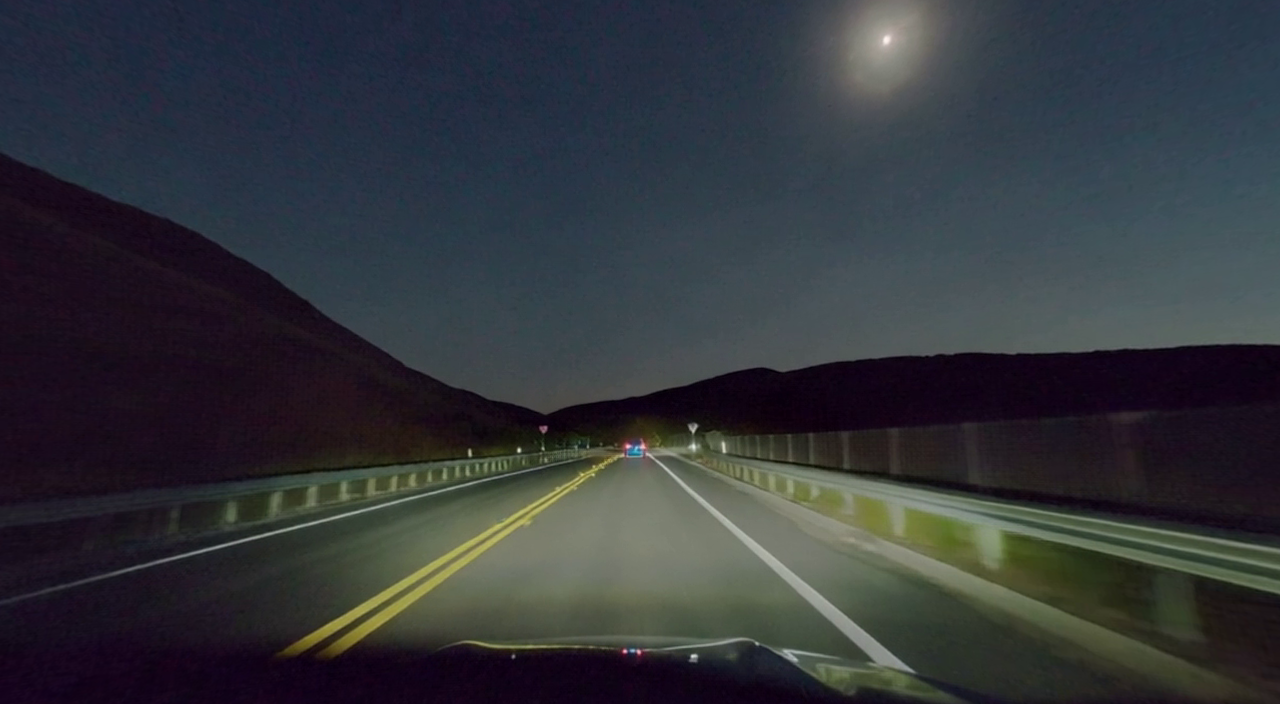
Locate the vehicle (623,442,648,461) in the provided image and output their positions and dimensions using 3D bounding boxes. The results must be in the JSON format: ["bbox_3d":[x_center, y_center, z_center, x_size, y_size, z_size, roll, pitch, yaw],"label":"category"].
[{"bbox_3d":[-0.355,7.773,49.260,1.912,1.430,3.811,0,-8,-1],"label":"vehicle"}]
